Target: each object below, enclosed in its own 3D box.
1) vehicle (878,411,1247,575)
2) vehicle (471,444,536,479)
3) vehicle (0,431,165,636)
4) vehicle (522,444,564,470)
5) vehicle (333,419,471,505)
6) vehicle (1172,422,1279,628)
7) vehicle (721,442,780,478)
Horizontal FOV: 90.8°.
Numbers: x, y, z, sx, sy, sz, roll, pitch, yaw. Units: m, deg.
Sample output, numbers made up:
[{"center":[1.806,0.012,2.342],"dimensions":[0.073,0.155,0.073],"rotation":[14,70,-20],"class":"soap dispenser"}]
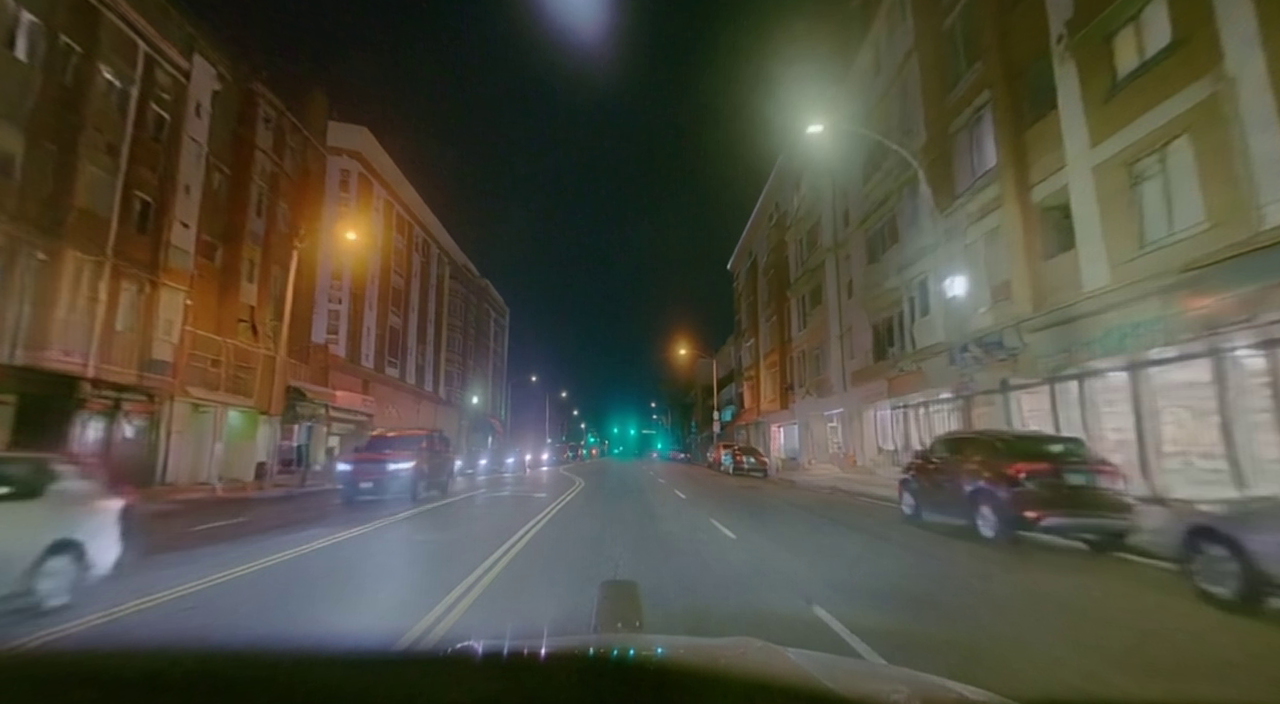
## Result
[{"center":[5.715,1.964,9.725],"dimensions":[2.059,1.804,5.182],"rotation":[0,-8,0],"class":"vehicle"},{"center":[-6.218,5.015,29.321],"dimensions":[2.052,1.481,4.248],"rotation":[0,-8,1],"class":"vehicle"},{"center":[-5.745,1.253,4.062],"dimensions":[2.095,1.493,4.216],"rotation":[0,-8,0],"class":"vehicle"},{"center":[-6.052,6.550,39.646],"dimensions":[1.949,1.533,3.864],"rotation":[0,-8,1],"class":"vehicle"},{"center":[-6.075,2.867,16.840],"dimensions":[1.937,1.944,4.640],"rotation":[0,-8,-1],"class":"vehicle"},{"center":[5.891,1.151,3.680],"dimensions":[1.915,1.569,4.117],"rotation":[0,-8,-1],"class":"vehicle"},{"center":[5.196,5.143,30.333],"dimensions":[1.957,1.572,4.418],"rotation":[0,-8,-1],"class":"vehicle"}]
